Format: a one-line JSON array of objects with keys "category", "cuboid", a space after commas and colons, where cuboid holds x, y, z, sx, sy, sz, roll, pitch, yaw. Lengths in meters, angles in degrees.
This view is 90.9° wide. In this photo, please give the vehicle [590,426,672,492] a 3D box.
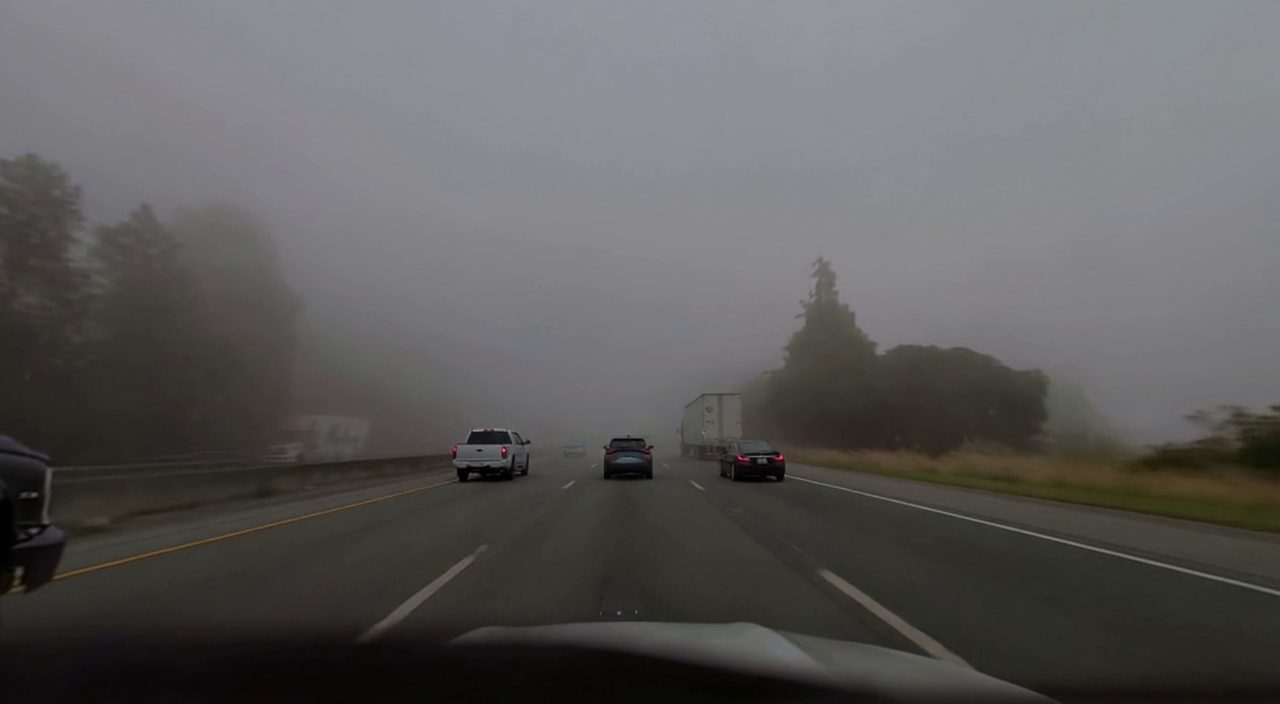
[{"category": "vehicle", "cuboid": [-0.271, 2.961, 17.841, 2.083, 1.647, 3.799, 0, -8, -2]}]

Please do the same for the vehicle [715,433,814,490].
[{"category": "vehicle", "cuboid": [3.494, 3.142, 18.530, 1.951, 1.477, 3.963, 0, -8, -2]}]

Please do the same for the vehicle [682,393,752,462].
[{"category": "vehicle", "cuboid": [5.071, 5.479, 44.891, 2.888, 4.135, 14.071, 0, -8, -1]}]

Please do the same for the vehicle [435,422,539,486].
[{"category": "vehicle", "cuboid": [-4.621, 3.156, 19.872, 2.101, 1.767, 4.702, 0, -8, 0]}]

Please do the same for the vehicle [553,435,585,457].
[{"category": "vehicle", "cuboid": [-5.517, 7.343, 49.269, 1.971, 1.648, 3.983, 0, -8, 0]}]

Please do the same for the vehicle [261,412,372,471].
[{"category": "vehicle", "cuboid": [-20.923, 5.840, 41.486, 2.853, 3.451, 8.485, 0, -8, -1]}]
